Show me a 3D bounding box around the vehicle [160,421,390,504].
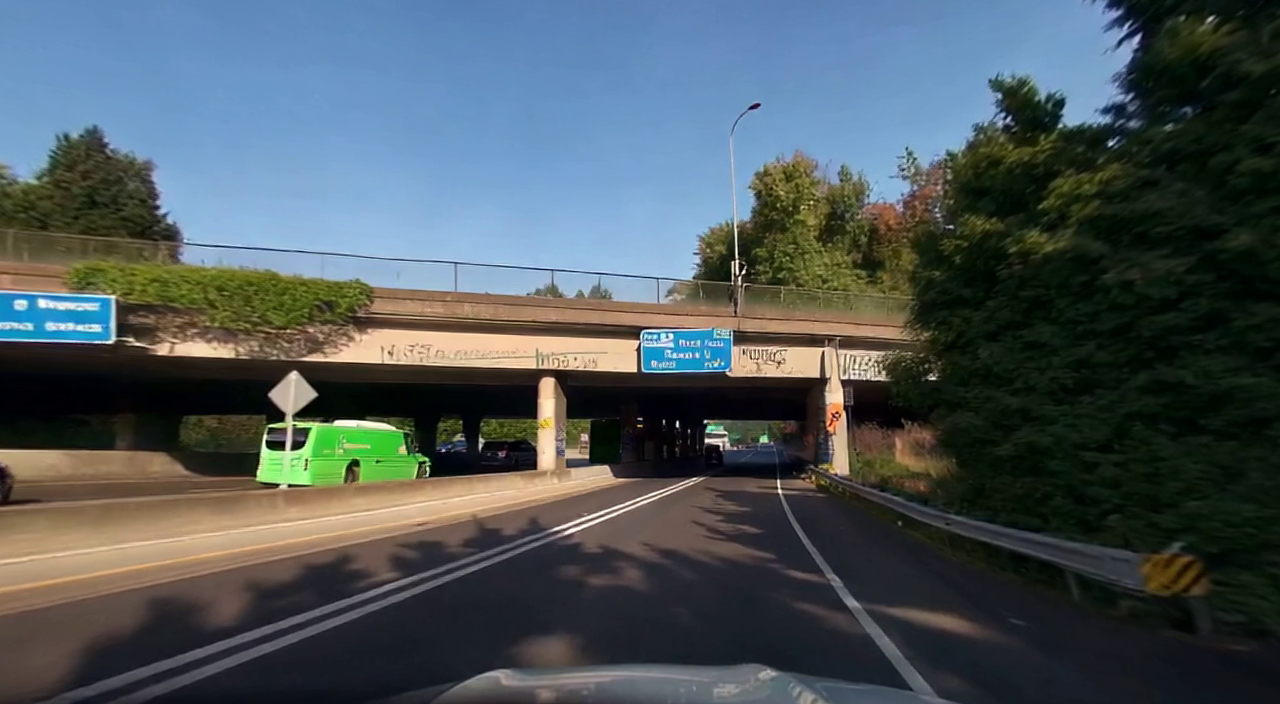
[{"bbox_3d":[-8.126,2.505,14.688,1.979,1.600,4.516,-2,-9,13],"label":"vehicle"}]

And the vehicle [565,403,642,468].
[{"bbox_3d":[-2.262,5.838,43.811,2.942,3.975,9.515,-2,-9,12],"label":"vehicle"}]

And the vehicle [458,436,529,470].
[{"bbox_3d":[-7.906,5.482,34.432,1.962,1.731,4.523,-2,-9,12],"label":"vehicle"}]

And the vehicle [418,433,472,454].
[{"bbox_3d":[-14.440,6.857,46.935,1.833,1.452,4.450,-1,-9,12],"label":"vehicle"}]
